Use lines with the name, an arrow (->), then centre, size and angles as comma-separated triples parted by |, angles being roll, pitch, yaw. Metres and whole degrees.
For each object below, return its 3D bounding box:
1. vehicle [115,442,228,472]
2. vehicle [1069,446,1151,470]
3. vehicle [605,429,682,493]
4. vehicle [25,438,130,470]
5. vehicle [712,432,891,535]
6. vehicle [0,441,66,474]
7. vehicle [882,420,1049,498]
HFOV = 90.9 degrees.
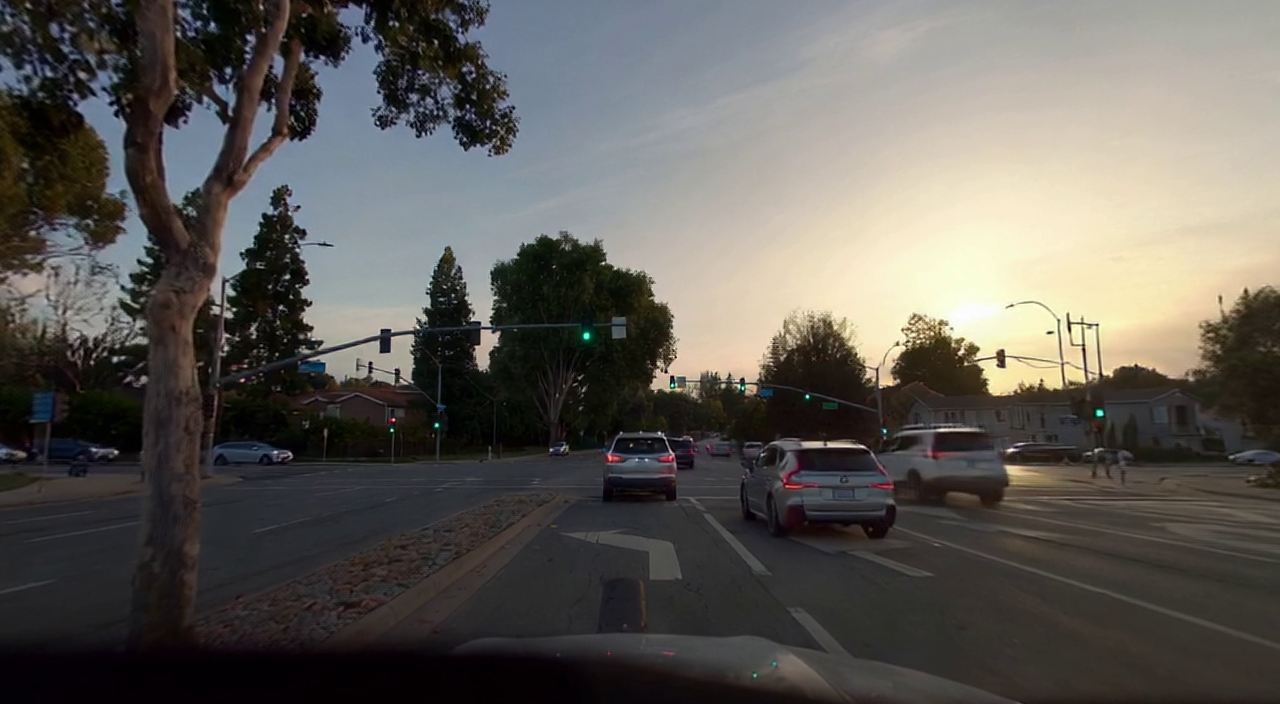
vehicle -> -26.346, 5.921, 35.564 | 4.724, 1.630, 1.968 | 0, -8, -3
vehicle -> 33.067, 7.427, 44.419 | 4.215, 1.618, 1.949 | 0, -8, -2
vehicle -> 0.024, 3.239, 19.087 | 2.099, 1.705, 4.020 | 0, -8, -2
vehicle -> -36.882, 6.668, 41.432 | 4.771, 1.778, 2.032 | 3, -8, -3
vehicle -> 2.598, 2.241, 11.407 | 2.009, 1.480, 4.423 | 0, -8, -1
vehicle -> -35.037, 5.808, 34.871 | 4.465, 1.693, 1.959 | 2, -9, -1
vehicle -> 9.348, 3.124, 18.790 | 2.207, 1.990, 5.173 | 0, -8, 0
